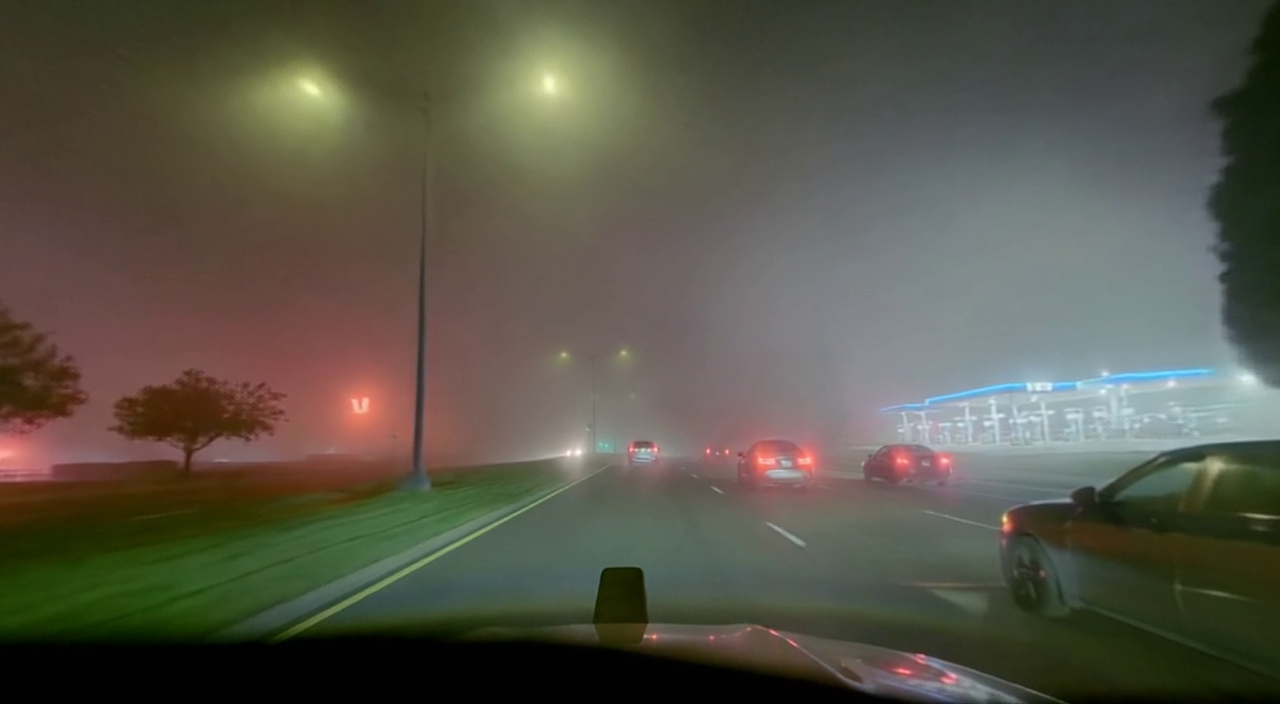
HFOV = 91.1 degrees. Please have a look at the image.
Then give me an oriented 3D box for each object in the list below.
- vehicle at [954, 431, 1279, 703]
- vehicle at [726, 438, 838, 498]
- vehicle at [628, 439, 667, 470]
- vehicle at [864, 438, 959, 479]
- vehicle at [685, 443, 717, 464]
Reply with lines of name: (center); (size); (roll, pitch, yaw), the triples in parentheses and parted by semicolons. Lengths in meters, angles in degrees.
vehicle: (3.875, 1.161, 3.467); (1.944, 1.404, 4.597); (0, -9, 1)
vehicle: (3.913, 3.297, 18.273); (2.119, 1.509, 4.756); (0, -9, 0)
vehicle: (0.429, 6.091, 37.515); (2.172, 1.694, 4.055); (0, -9, 0)
vehicle: (10.731, 4.244, 25.166); (1.906, 1.488, 4.251); (0, -9, 0)
vehicle: (4.589, 7.703, 47.821); (1.980, 1.515, 4.362); (0, -9, 0)
